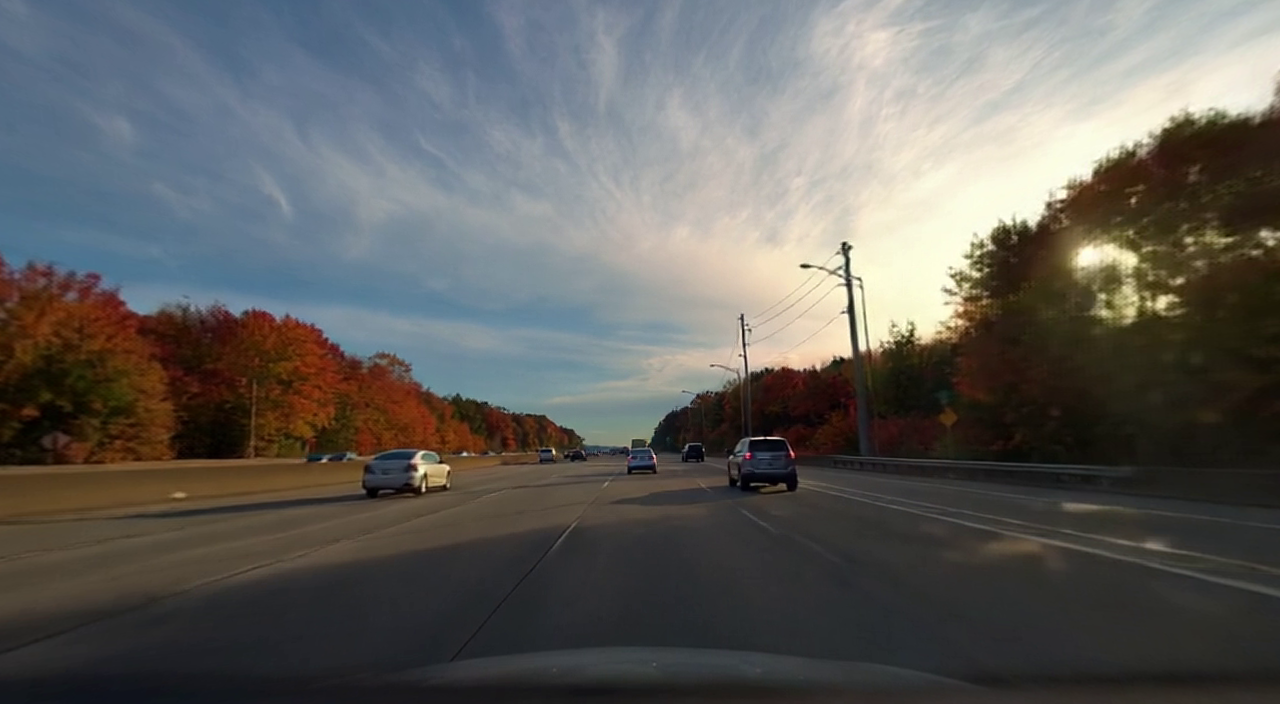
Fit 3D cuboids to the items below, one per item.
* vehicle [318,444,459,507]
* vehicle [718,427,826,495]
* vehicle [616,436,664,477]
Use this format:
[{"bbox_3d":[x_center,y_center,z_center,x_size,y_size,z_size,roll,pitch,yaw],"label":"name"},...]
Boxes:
[{"bbox_3d":[-6.837,3.376,17.749,2.014,1.526,4.577,0,-9,1],"label":"vehicle"},{"bbox_3d":[4.262,3.660,21.474,2.388,1.998,5.749,0,-9,0],"label":"vehicle"},{"bbox_3d":[0.030,5.512,33.333,2.372,1.957,5.121,0,-9,1],"label":"vehicle"}]
